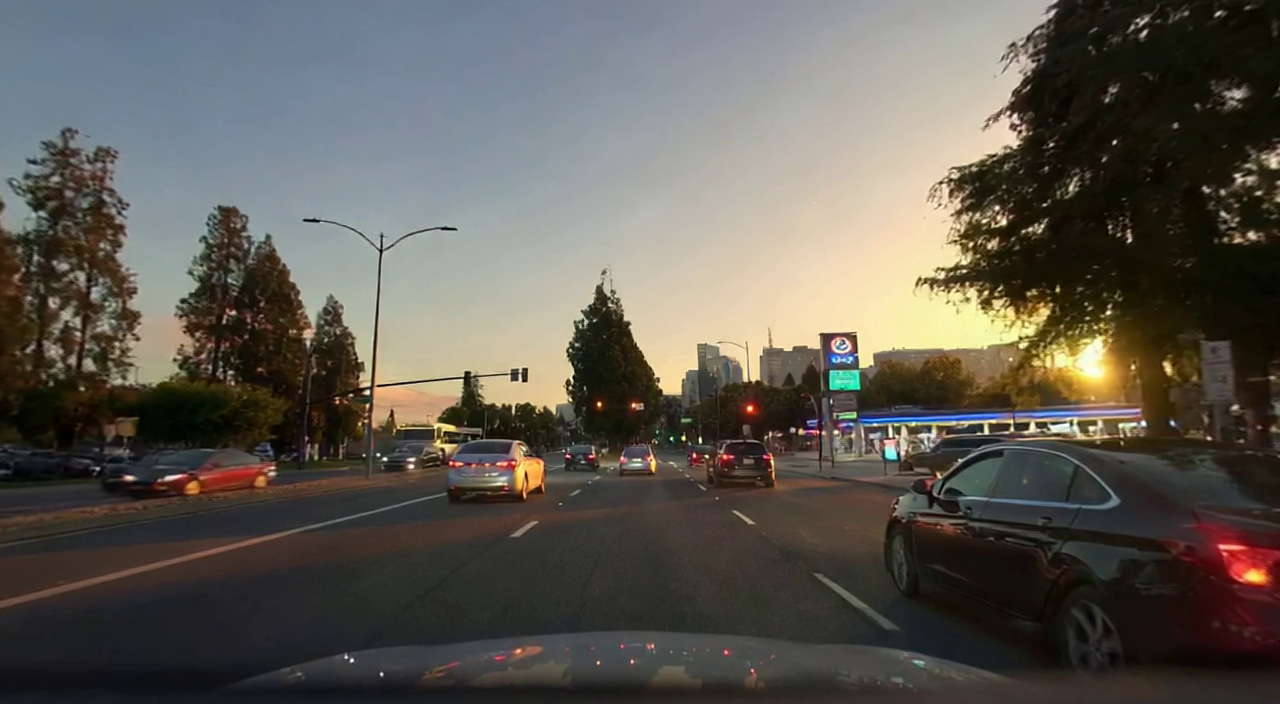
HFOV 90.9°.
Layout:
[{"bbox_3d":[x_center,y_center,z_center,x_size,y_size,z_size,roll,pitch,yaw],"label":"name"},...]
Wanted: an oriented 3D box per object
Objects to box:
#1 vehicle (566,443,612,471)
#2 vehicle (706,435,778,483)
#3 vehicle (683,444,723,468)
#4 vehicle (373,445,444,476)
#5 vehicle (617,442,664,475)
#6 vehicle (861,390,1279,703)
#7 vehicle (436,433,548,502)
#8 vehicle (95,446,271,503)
[{"bbox_3d":[-2.872,5.994,36.139,2.192,1.463,4.211,0,-8,1],"label":"vehicle"},{"bbox_3d":[3.805,4.055,24.189,2.022,1.683,4.171,0,-8,0],"label":"vehicle"},{"bbox_3d":[4.043,6.749,41.052,2.174,1.462,4.400,0,-8,0],"label":"vehicle"},{"bbox_3d":[-12.150,5.679,33.397,2.013,1.501,4.484,0,-8,1],"label":"vehicle"},{"bbox_3d":[0.011,5.130,30.616,2.104,1.477,4.591,0,-8,0],"label":"vehicle"},{"bbox_3d":[3.423,1.182,4.306,2.038,1.499,4.868,0,-8,0],"label":"vehicle"},{"bbox_3d":[-3.817,3.039,17.050,2.023,1.607,4.086,0,-8,0],"label":"vehicle"},{"bbox_3d":[-13.030,3.470,18.371,2.012,1.458,4.134,0,-8,0],"label":"vehicle"}]
